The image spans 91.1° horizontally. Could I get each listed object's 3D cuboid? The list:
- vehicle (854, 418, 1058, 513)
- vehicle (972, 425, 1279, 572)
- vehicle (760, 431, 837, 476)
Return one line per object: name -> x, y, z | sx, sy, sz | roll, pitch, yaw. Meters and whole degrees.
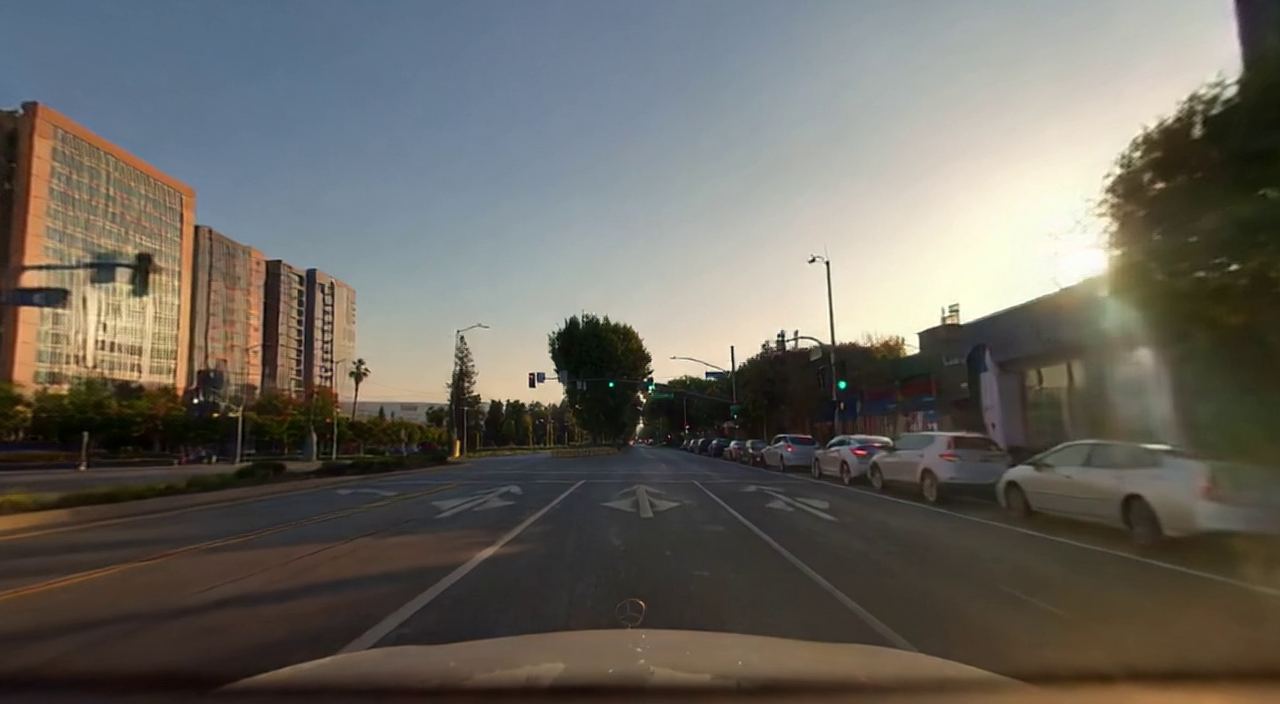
vehicle -> 6.753, 2.494, 14.273 | 1.978, 1.728, 5.129 | 0, -9, 0
vehicle -> 6.751, 1.841, 8.711 | 1.880, 1.483, 4.510 | 0, -9, 1
vehicle -> 6.702, 4.341, 27.119 | 1.984, 1.751, 4.759 | 0, -9, -1
